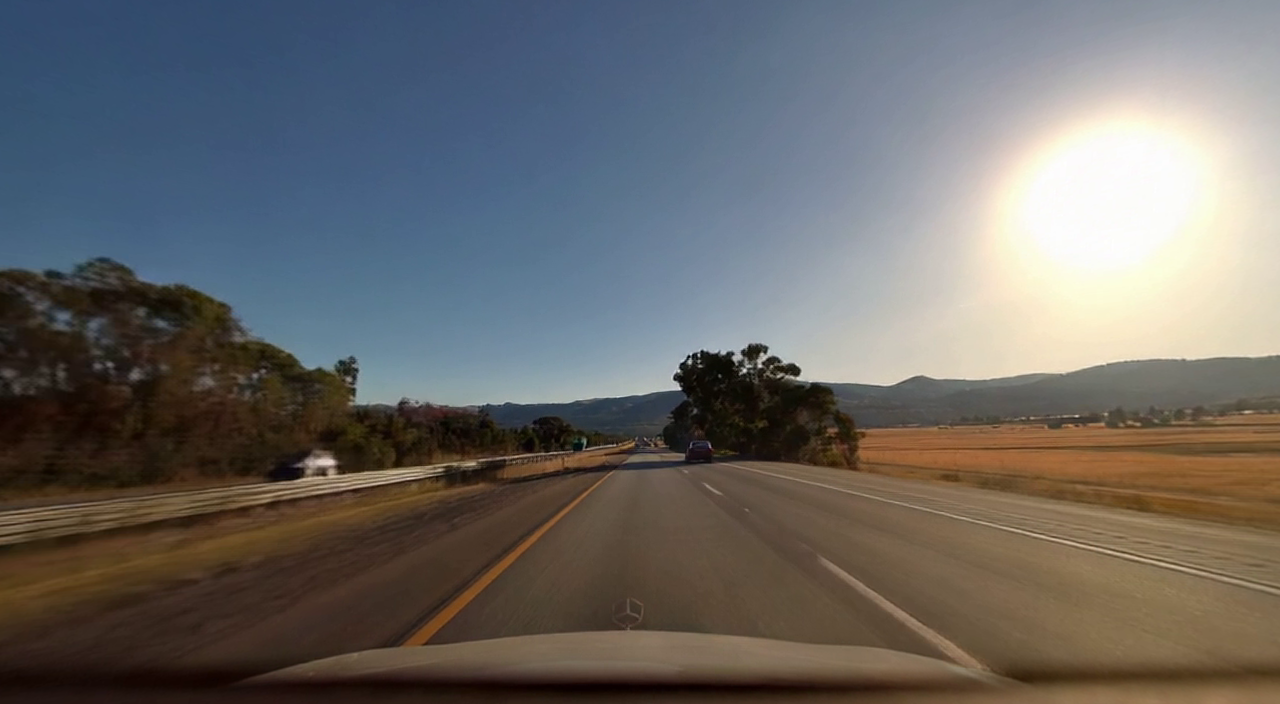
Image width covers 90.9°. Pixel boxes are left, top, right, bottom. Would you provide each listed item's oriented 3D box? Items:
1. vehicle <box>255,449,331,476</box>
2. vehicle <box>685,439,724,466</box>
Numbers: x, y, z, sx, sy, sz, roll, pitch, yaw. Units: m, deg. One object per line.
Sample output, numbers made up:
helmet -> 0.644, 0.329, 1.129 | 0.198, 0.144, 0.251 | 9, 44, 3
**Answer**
vehicle -> -20.966, 6.681, 38.338 | 1.889, 1.472, 4.760 | 0, -8, 1
vehicle -> 4.174, 6.590, 41.412 | 2.157, 1.640, 4.056 | 0, -8, 0
